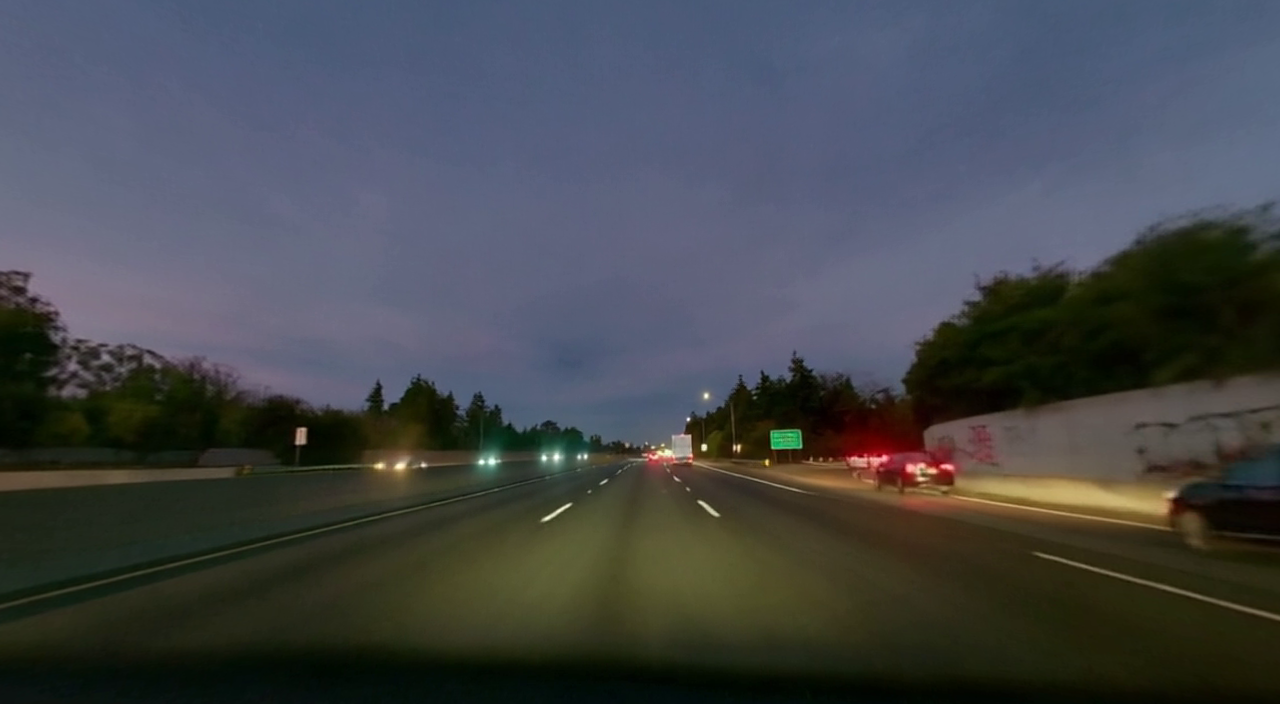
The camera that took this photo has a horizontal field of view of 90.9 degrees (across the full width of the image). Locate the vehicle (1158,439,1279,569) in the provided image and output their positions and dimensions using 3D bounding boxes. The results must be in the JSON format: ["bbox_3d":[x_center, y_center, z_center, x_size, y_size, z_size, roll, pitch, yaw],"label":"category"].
[{"bbox_3d":[8.415,1.677,6.747,1.907,1.495,4.517,0,-9,1],"label":"vehicle"}]

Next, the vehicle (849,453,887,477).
[{"bbox_3d":[15.983,7.832,44.012,2.008,1.534,3.912,-4,-10,26],"label":"vehicle"}]

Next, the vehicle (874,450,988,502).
[{"bbox_3d":[9.159,3.903,20.294,1.842,1.475,4.479,-1,-9,5],"label":"vehicle"}]

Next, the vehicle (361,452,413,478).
[{"bbox_3d":[-16.811,7.513,42.031,1.852,1.576,3.972,0,-9,0],"label":"vehicle"}]
